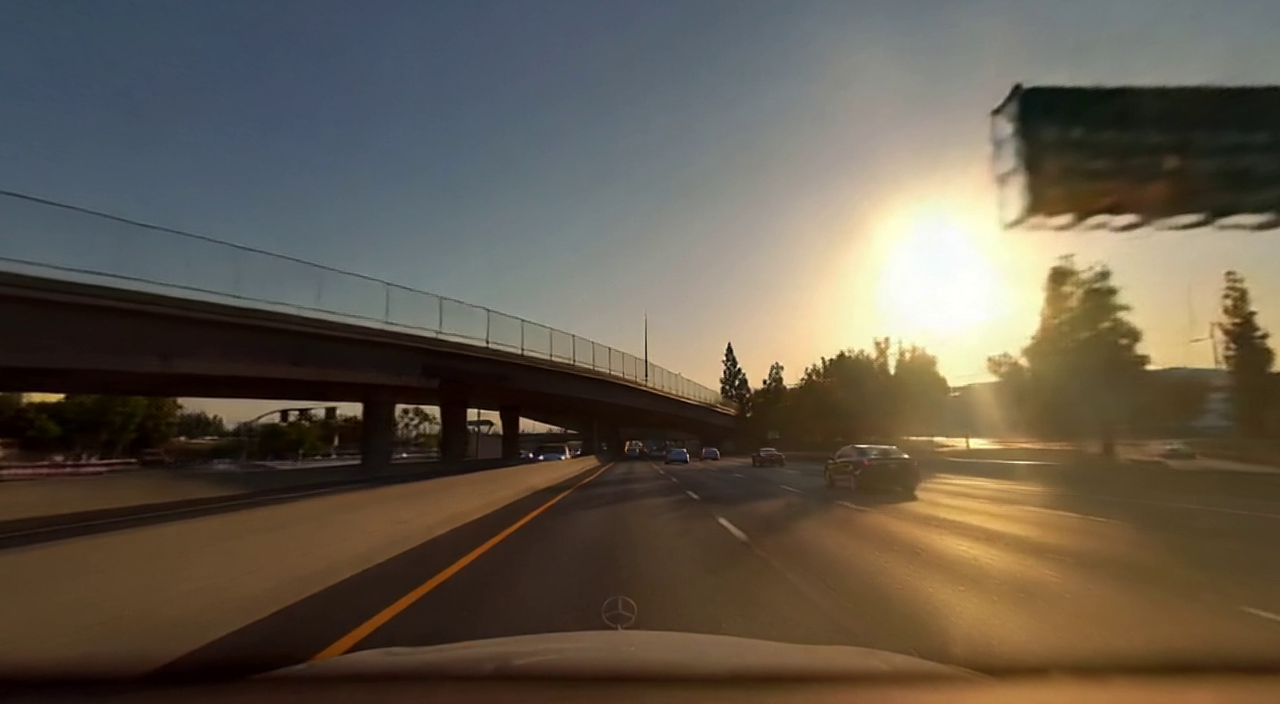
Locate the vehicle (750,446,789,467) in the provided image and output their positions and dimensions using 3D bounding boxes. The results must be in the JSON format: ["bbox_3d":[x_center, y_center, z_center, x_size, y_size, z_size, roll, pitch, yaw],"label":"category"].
[{"bbox_3d":[9.415,7.570,46.152,1.838,1.440,4.121,0,-8,-2],"label":"vehicle"}]

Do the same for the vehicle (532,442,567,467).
[{"bbox_3d":[-7.070,8.021,49.660,2.086,1.884,4.793,0,-8,0],"label":"vehicle"}]

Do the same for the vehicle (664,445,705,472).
[{"bbox_3d":[2.606,6.324,37.913,1.993,1.507,4.594,0,-8,-2],"label":"vehicle"}]

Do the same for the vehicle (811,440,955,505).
[{"bbox_3d":[6.305,3.140,17.054,1.952,1.489,4.483,0,-8,-2],"label":"vehicle"}]
